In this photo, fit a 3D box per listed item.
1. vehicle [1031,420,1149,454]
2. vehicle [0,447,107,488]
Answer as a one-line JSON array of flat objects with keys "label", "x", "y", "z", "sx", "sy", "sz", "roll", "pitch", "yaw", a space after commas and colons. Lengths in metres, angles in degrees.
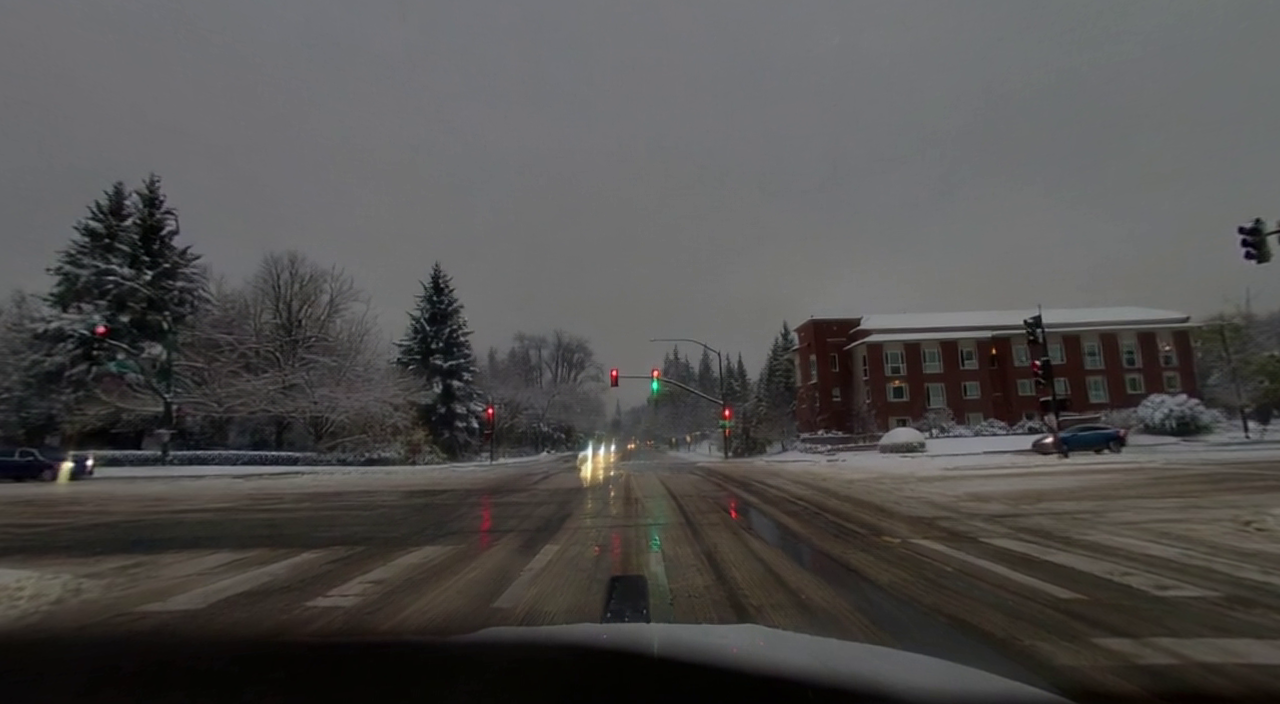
[{"label": "vehicle", "x": 23.050, "y": 4.377, "z": 32.396, "sx": 4.483, "sy": 1.691, "sz": 1.949, "roll": 0, "pitch": -8, "yaw": 1}, {"label": "vehicle", "x": -25.219, "y": 4.781, "z": 26.252, "sx": 4.332, "sy": 1.573, "sz": 1.900, "roll": 0, "pitch": -8, "yaw": 3}]
